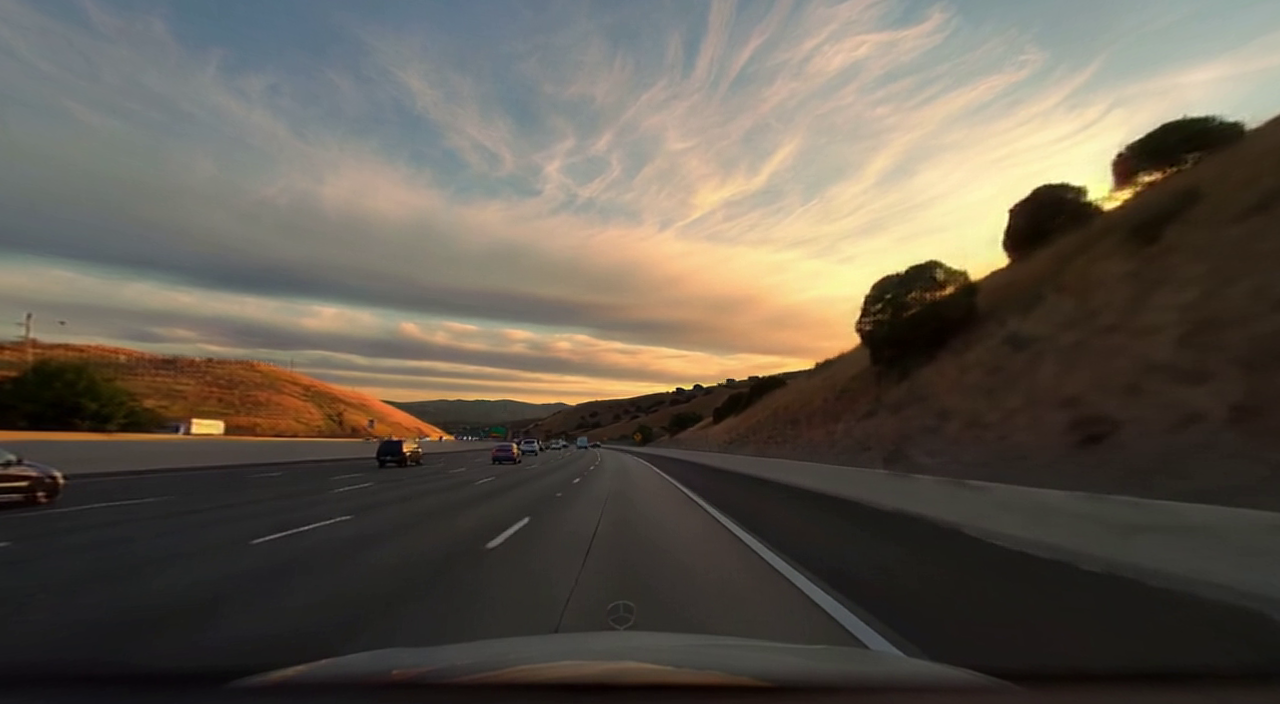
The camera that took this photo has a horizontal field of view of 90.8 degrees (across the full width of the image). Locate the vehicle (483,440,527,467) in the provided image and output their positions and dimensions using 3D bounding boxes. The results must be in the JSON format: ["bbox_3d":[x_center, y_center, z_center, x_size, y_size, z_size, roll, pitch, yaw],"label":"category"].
[{"bbox_3d":[-9.056,6.815,42.587,2.104,1.715,4.319,0,-9,-2],"label":"vehicle"}]

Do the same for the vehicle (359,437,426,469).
[{"bbox_3d":[-15.852,6.500,40.820,2.240,1.953,5.452,0,-9,-2],"label":"vehicle"}]
